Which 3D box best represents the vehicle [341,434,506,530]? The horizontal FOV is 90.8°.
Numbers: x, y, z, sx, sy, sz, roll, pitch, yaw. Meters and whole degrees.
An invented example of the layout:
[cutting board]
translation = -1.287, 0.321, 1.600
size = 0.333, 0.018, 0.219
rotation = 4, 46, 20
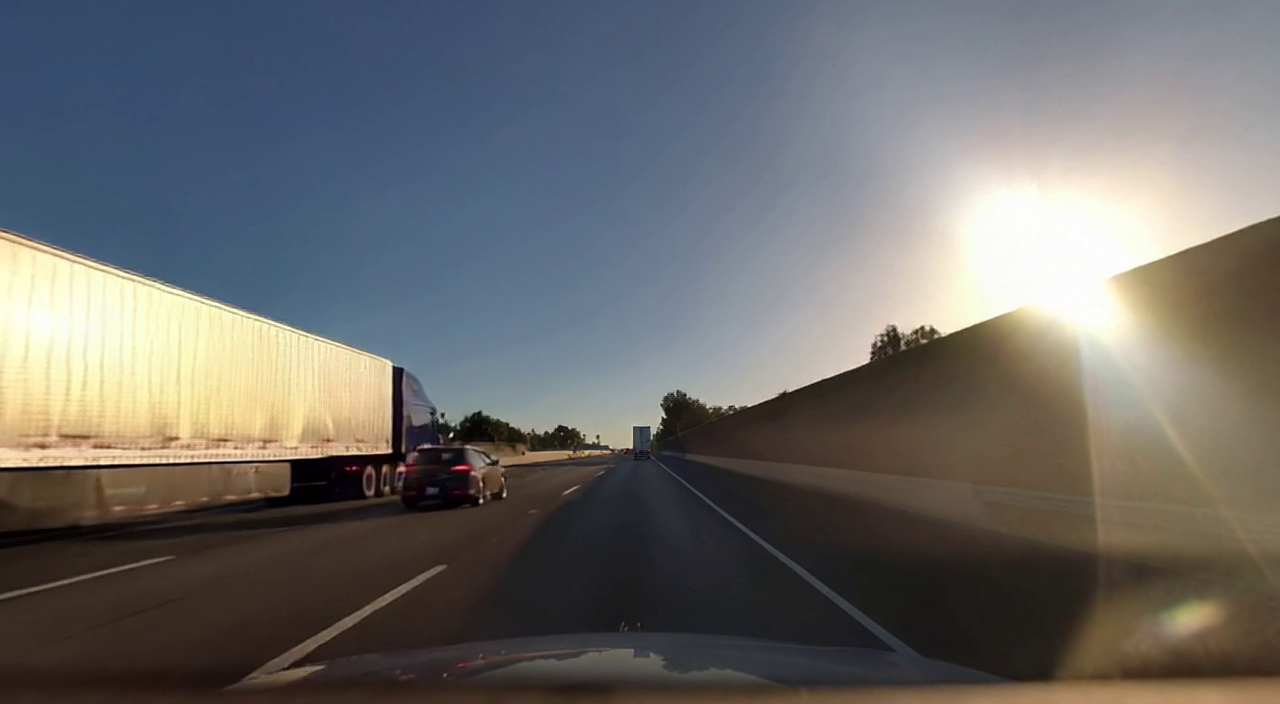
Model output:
[vehicle]
translation = -3.964, 2.428, 12.299
size = 1.880, 1.569, 3.714
rotation = 0, -9, 0
